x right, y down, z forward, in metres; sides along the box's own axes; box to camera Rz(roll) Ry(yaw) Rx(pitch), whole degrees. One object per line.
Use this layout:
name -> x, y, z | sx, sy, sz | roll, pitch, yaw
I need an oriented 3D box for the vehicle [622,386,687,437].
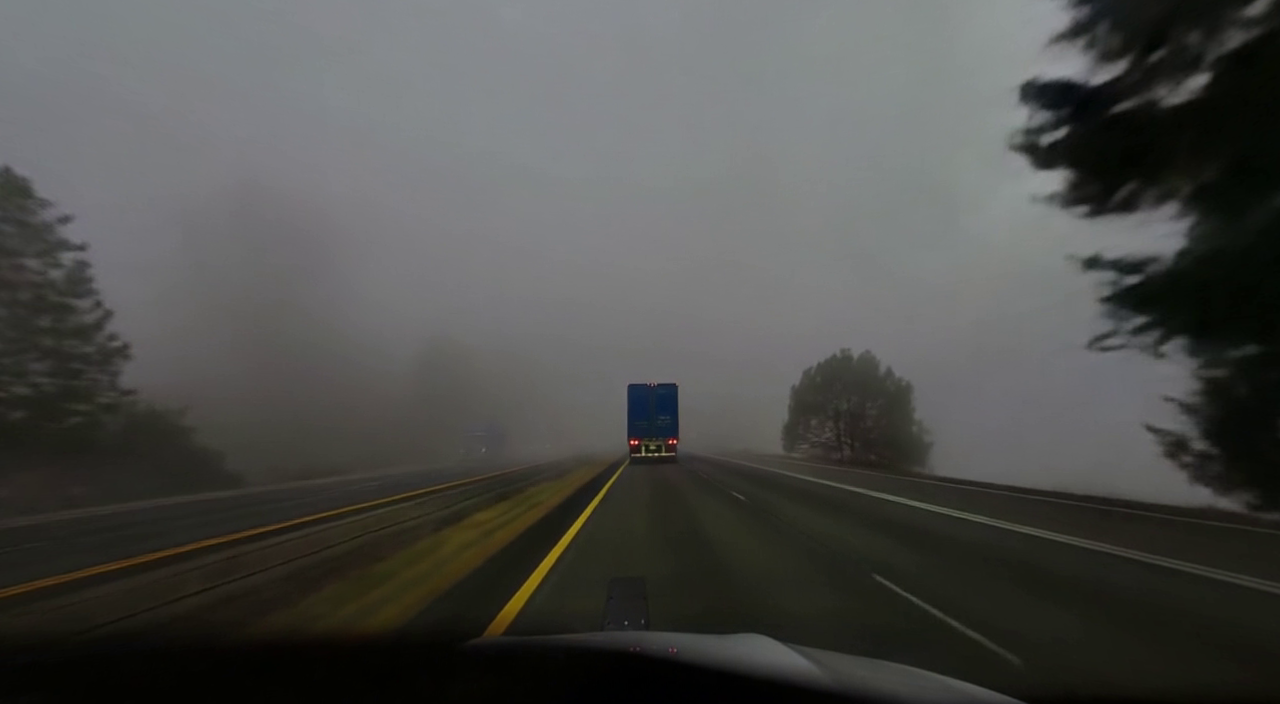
vehicle -> 0.534, 2.594, 26.390 | 2.509, 1.890, 4.732 | 0, -8, 0
